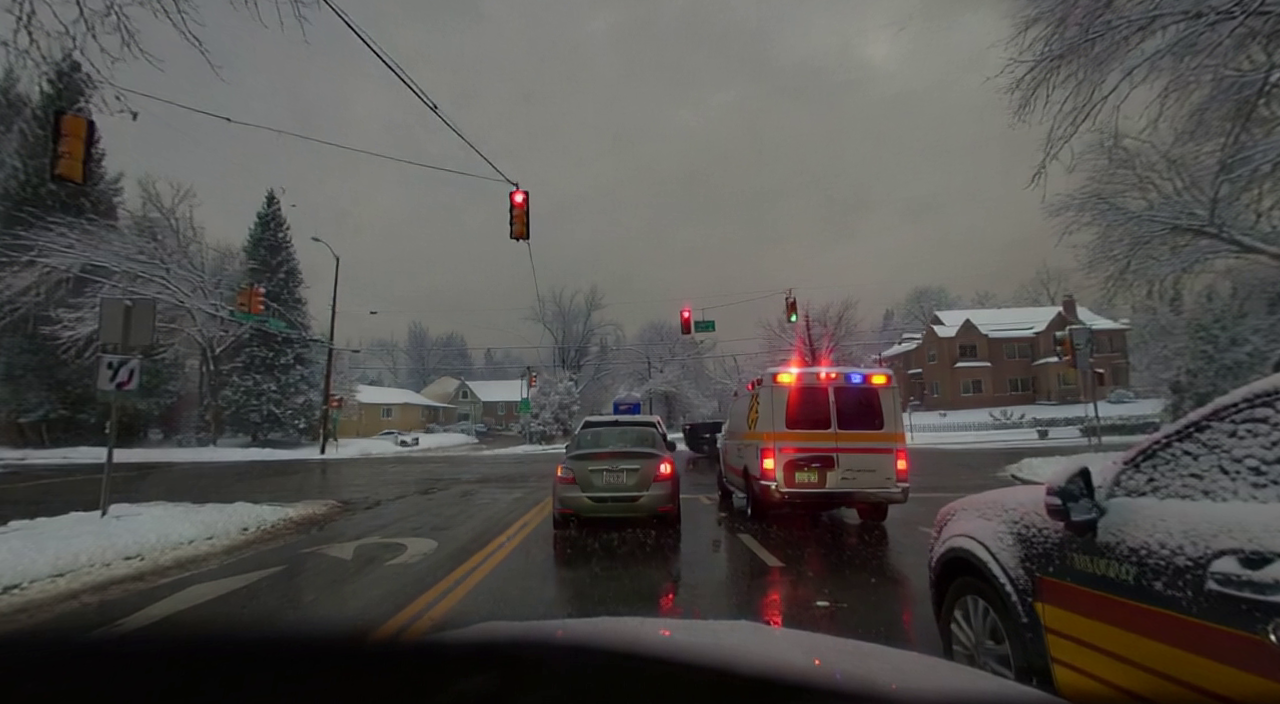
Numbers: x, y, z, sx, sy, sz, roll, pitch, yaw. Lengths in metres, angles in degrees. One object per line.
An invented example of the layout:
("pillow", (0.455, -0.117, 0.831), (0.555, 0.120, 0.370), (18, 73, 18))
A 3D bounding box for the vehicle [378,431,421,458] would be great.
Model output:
("vehicle", (-17.742, 6.879, 46.861), (2.246, 1.880, 4.454), (1, -9, -12))

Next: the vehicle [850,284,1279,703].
("vehicle", (2.850, 0.895, 2.850), (2.194, 1.820, 4.652), (0, -8, 0))

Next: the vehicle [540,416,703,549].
("vehicle", (-0.281, 1.975, 10.183), (2.114, 1.707, 3.725), (0, -8, -1))

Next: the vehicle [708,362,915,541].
("vehicle", (2.886, 1.892, 12.367), (2.406, 2.687, 5.521), (0, -8, -1))
